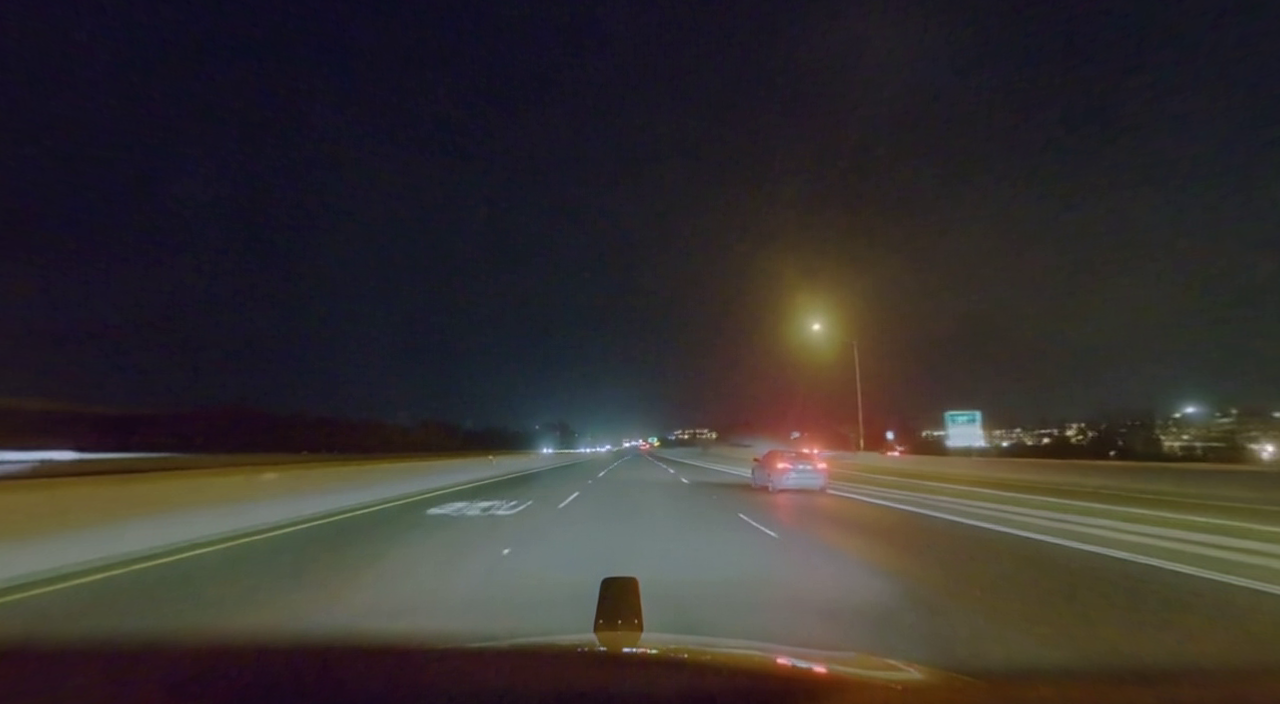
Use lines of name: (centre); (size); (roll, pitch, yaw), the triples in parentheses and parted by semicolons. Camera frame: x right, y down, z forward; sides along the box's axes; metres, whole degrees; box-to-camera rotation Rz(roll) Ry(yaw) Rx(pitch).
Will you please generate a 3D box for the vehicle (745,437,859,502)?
vehicle: (4.273, 3.178, 17.328); (1.984, 1.540, 3.973); (0, -9, -1)
